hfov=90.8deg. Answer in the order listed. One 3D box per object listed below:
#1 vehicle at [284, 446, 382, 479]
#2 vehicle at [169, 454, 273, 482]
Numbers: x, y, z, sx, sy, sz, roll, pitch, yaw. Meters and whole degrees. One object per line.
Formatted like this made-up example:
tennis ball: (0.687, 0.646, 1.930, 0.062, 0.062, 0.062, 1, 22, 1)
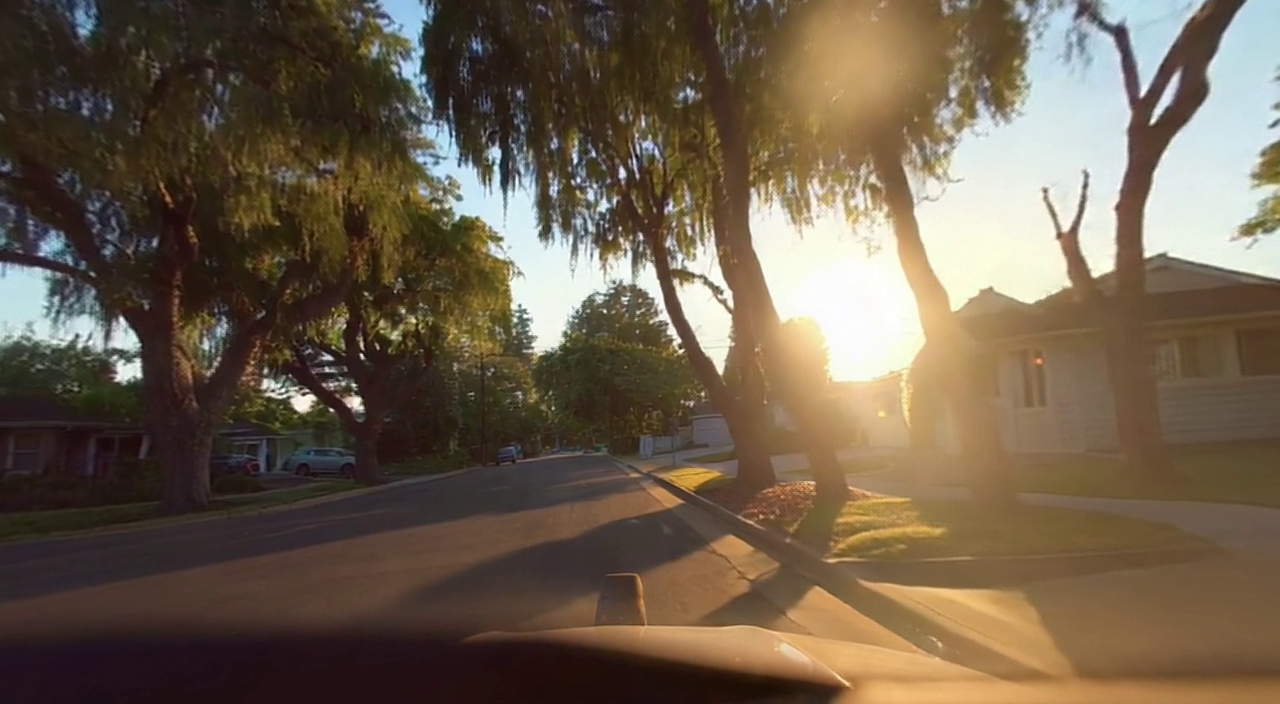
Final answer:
vehicle: (-17.549, 6.326, 36.308, 4.559, 1.745, 1.918, 1, -9, -6)
vehicle: (-23.897, 6.616, 36.170, 4.531, 1.470, 1.855, 0, -9, -3)
